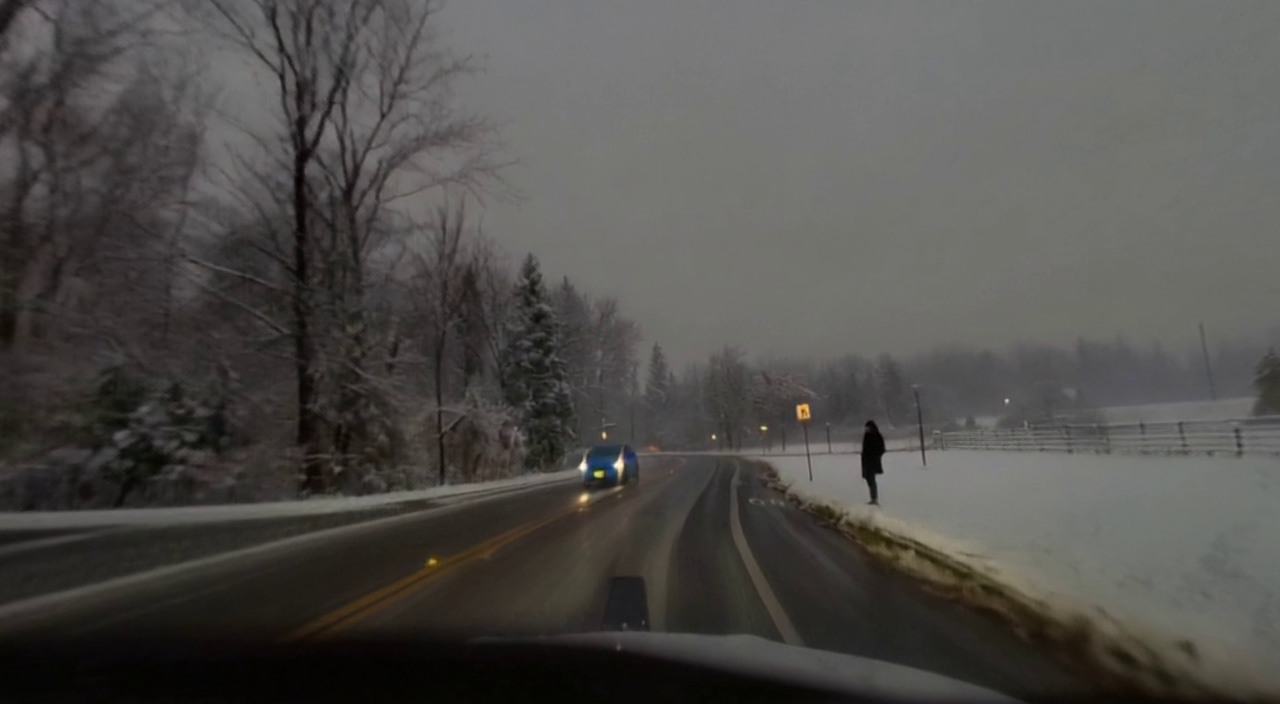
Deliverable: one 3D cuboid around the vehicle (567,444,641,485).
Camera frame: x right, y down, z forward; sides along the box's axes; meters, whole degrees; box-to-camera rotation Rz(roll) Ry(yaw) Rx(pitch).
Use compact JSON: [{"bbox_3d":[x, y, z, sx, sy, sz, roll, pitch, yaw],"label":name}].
[{"bbox_3d":[-1.356,4.507,25.633,2.190,1.499,4.209,-1,-9,8],"label":"vehicle"}]
